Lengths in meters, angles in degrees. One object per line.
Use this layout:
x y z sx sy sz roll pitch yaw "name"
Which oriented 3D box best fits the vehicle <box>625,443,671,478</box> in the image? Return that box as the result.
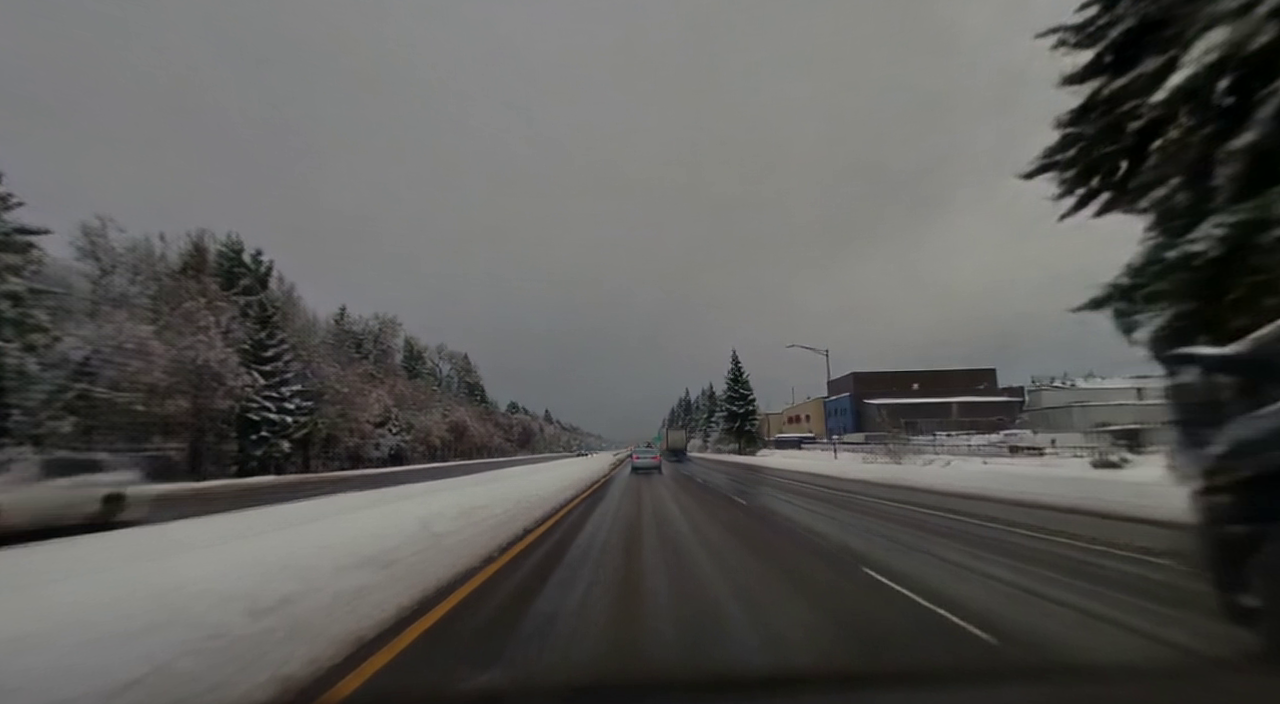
0.361 5.083 29.841 2.045 1.527 4.023 0 -9 0 "vehicle"
